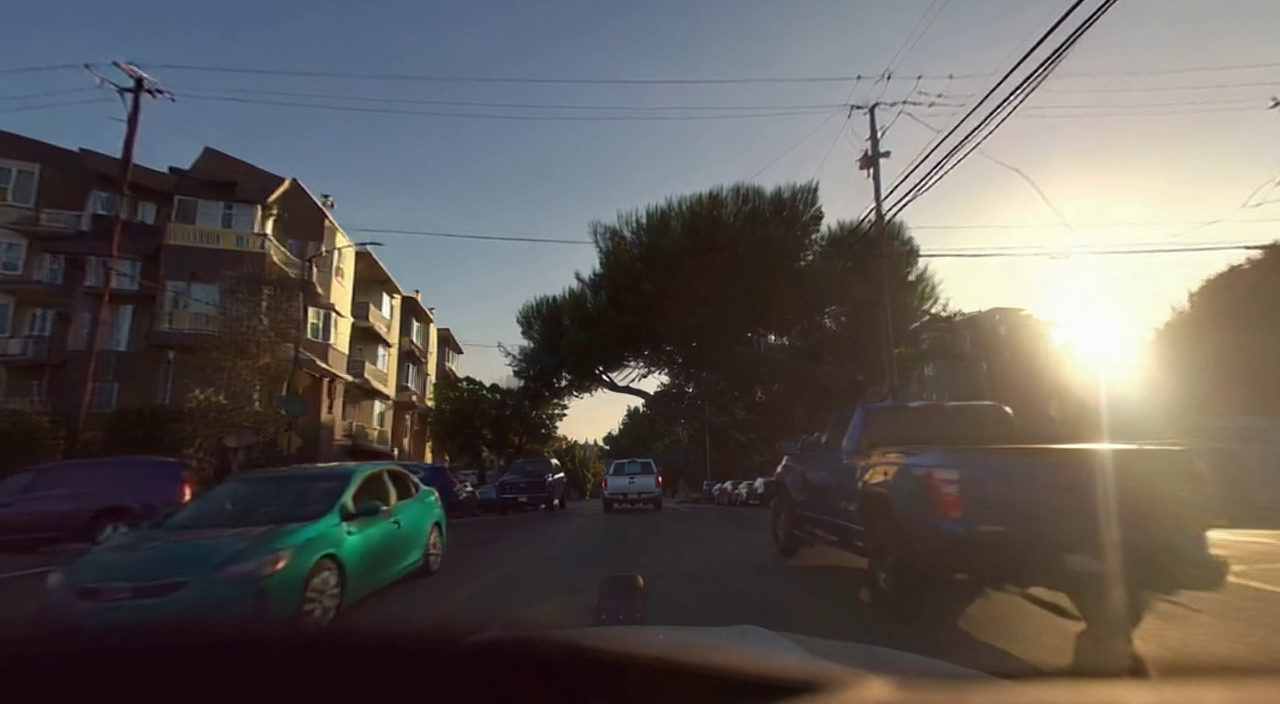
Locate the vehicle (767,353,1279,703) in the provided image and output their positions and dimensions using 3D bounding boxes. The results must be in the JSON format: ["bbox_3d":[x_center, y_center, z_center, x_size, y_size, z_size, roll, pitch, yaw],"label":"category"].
[{"bbox_3d":[2.689,1.308,5.747,2.027,1.907,4.736,0,-9,-1],"label":"vehicle"}]

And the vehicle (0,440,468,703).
[{"bbox_3d":[-3.095,1.575,5.767,1.868,1.462,4.385,0,-9,-1],"label":"vehicle"}]

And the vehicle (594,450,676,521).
[{"bbox_3d":[-0.118,4.177,20.075,2.308,1.940,4.125,-2,-10,1],"label":"vehicle"}]

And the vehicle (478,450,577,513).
[{"bbox_3d":[-3.661,4.586,21.963,2.330,1.859,6.068,0,-13,0],"label":"vehicle"}]
